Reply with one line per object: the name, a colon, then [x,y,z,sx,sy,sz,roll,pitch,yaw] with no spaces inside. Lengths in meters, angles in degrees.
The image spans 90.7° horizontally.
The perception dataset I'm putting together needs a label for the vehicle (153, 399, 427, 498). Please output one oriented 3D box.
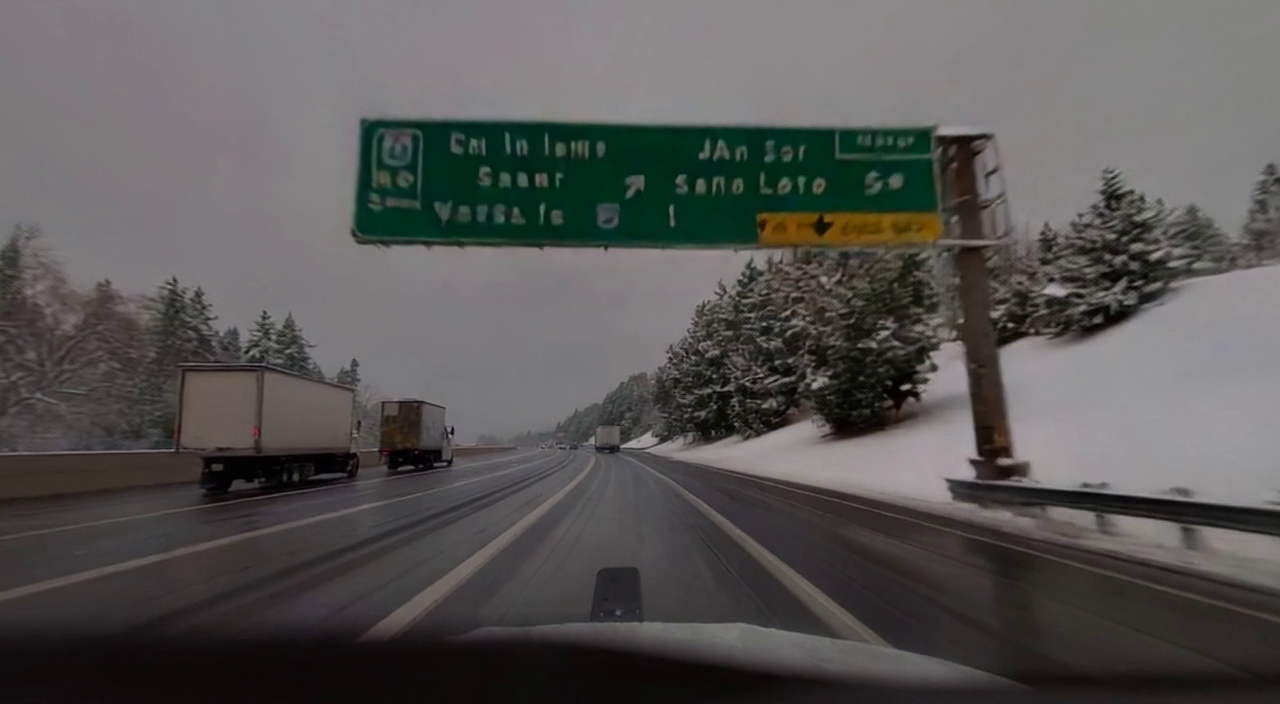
vehicle: [-12.012,3.716,24.622,3.270,2.674,14.547,0,-8,-3]
